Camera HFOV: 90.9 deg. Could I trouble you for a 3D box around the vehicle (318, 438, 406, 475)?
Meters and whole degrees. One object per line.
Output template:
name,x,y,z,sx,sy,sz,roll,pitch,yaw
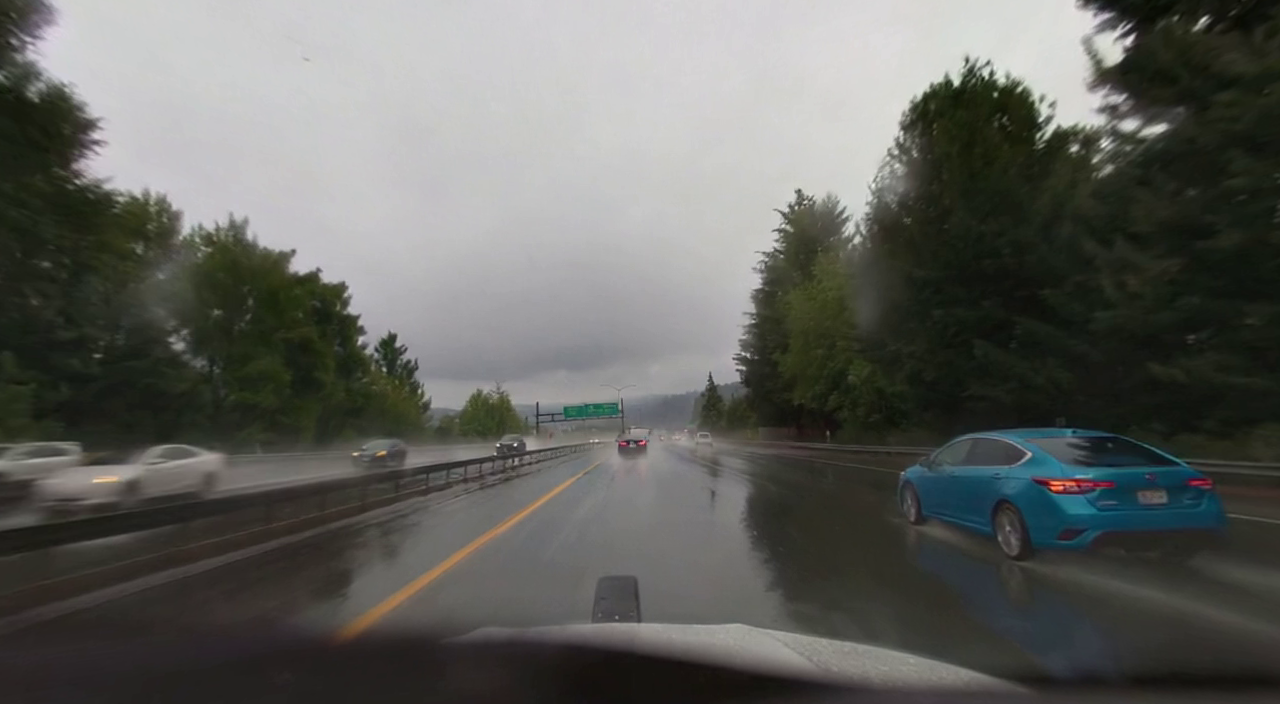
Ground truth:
vehicle,-13.054,4.893,29.911,1.945,1.594,4.677,0,-8,1

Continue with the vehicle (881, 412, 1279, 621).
vehicle,4.523,1.478,6.776,1.981,1.467,4.459,0,-8,-2

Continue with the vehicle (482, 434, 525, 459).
vehicle,-9.823,6.848,45.598,2.128,1.691,4.589,0,-8,-1

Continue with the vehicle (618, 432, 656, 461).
vehicle,-0.154,5.317,35.464,2.046,1.526,3.903,0,-8,0

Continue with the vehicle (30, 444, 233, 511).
vehicle,-12.732,3.104,16.177,1.789,1.449,4.061,0,-8,0
